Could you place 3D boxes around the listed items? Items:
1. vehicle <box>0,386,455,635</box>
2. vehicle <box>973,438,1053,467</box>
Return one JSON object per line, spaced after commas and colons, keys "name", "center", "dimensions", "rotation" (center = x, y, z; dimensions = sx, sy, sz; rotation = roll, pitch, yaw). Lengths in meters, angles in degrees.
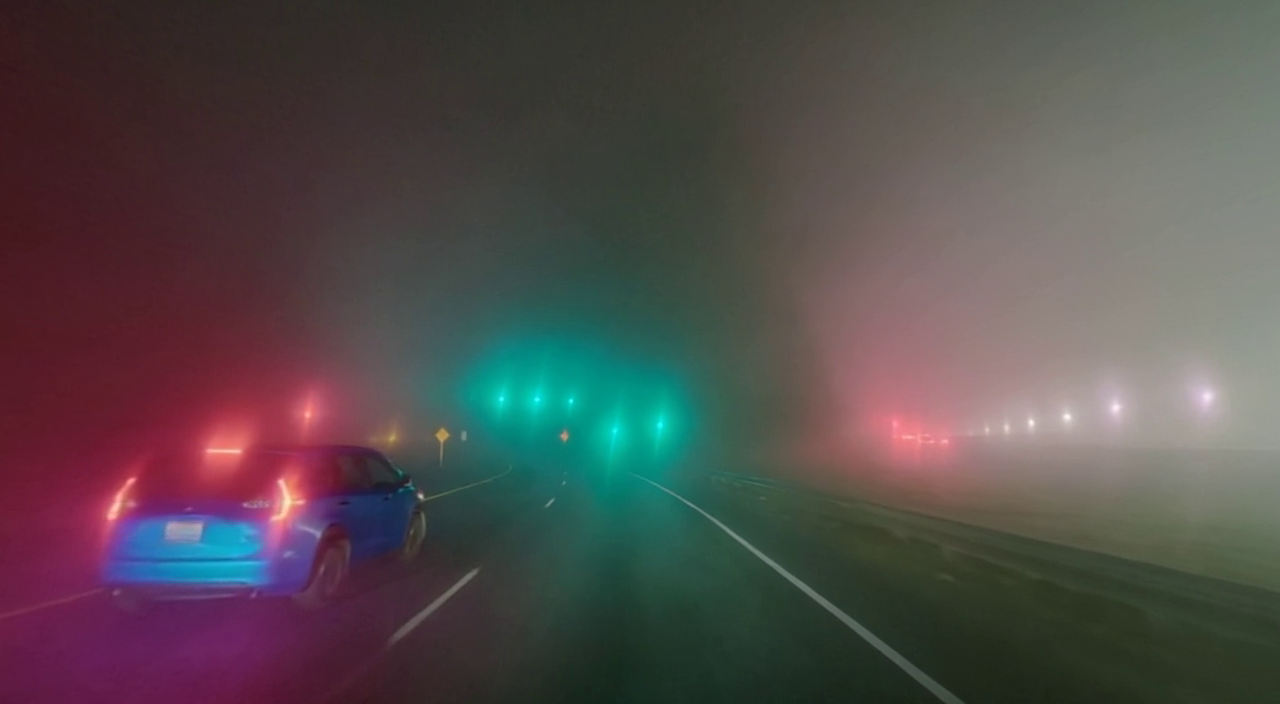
{"name": "vehicle", "center": [-4.032, 1.550, 7.302], "dimensions": [2.336, 1.857, 4.986], "rotation": [0, -8, -1]}
{"name": "vehicle", "center": [20.942, 5.630, 35.329], "dimensions": [4.141, 1.451, 1.720], "rotation": [2, -10, -26]}
